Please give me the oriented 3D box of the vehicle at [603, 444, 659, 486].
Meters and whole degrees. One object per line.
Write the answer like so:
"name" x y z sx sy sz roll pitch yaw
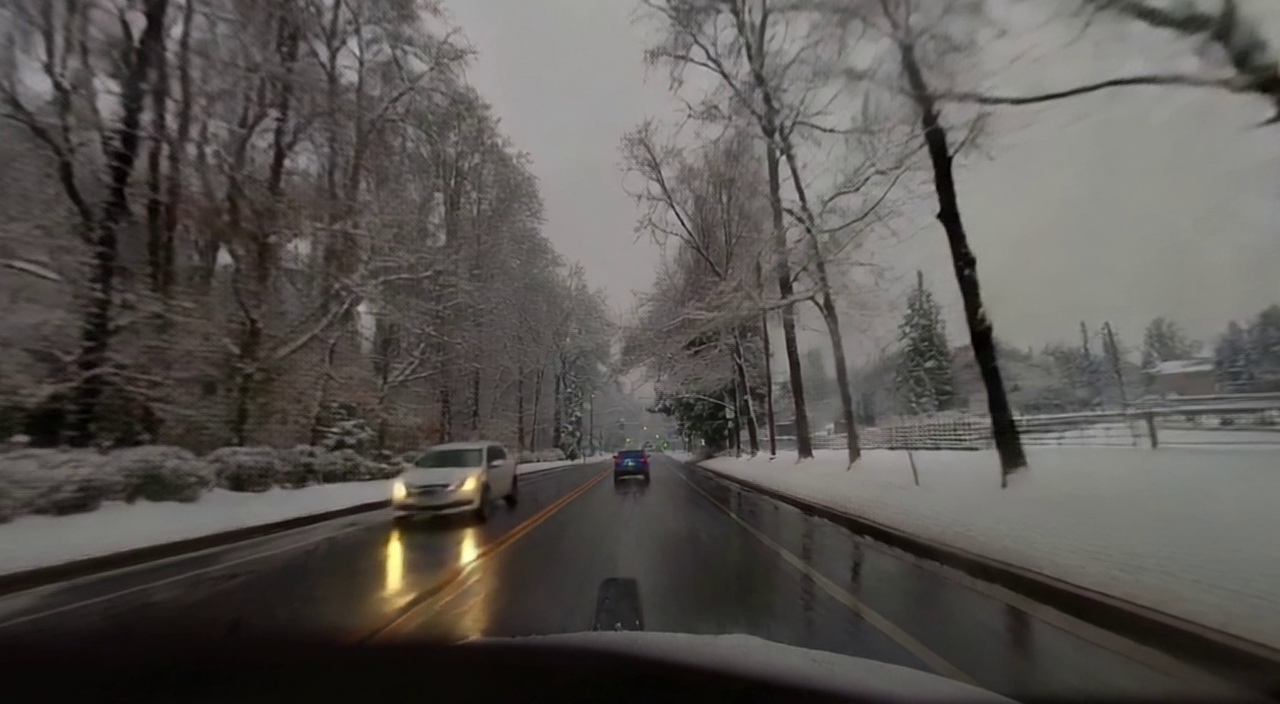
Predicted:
"vehicle" -0.287 4.662 26.532 2.152 1.574 4.223 -1 -8 2

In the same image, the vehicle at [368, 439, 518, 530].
"vehicle" -4.185 2.841 14.177 2.078 1.720 3.822 -1 -8 1
